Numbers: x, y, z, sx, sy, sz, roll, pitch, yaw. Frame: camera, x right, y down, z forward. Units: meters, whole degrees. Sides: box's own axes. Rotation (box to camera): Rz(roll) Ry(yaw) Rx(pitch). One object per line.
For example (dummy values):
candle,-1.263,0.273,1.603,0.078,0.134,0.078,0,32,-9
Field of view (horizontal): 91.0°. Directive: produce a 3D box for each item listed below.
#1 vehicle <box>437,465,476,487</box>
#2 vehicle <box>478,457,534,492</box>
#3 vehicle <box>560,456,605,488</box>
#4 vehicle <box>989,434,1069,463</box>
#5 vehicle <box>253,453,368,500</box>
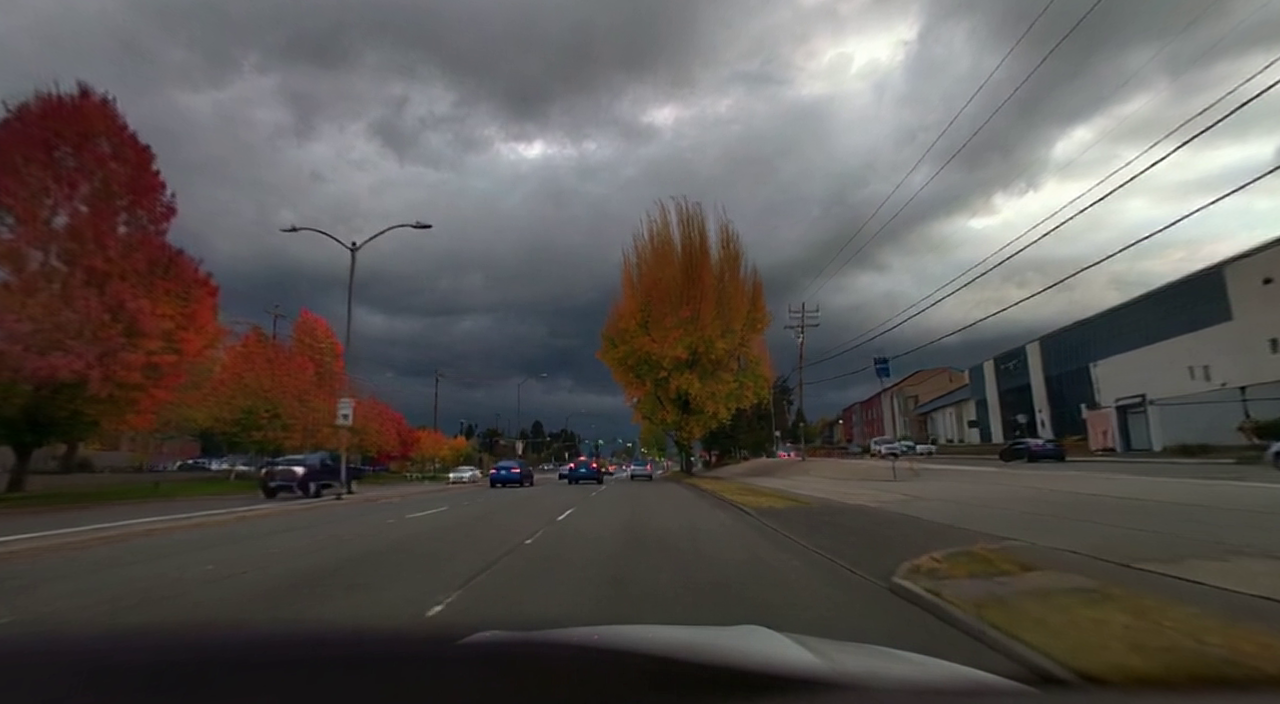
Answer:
vehicle,-14.259,9.629,49.223,1.909,1.502,4.355,1,-9,-3
vehicle,-7.036,6.450,33.445,1.932,1.596,4.247,0,-9,1
vehicle,-3.271,6.950,36.730,2.085,1.663,4.513,0,-9,2
vehicle,22.109,5.544,36.058,1.884,1.532,4.745,0,-9,5
vehicle,-15.570,5.875,30.294,2.276,1.956,5.850,0,-9,1
